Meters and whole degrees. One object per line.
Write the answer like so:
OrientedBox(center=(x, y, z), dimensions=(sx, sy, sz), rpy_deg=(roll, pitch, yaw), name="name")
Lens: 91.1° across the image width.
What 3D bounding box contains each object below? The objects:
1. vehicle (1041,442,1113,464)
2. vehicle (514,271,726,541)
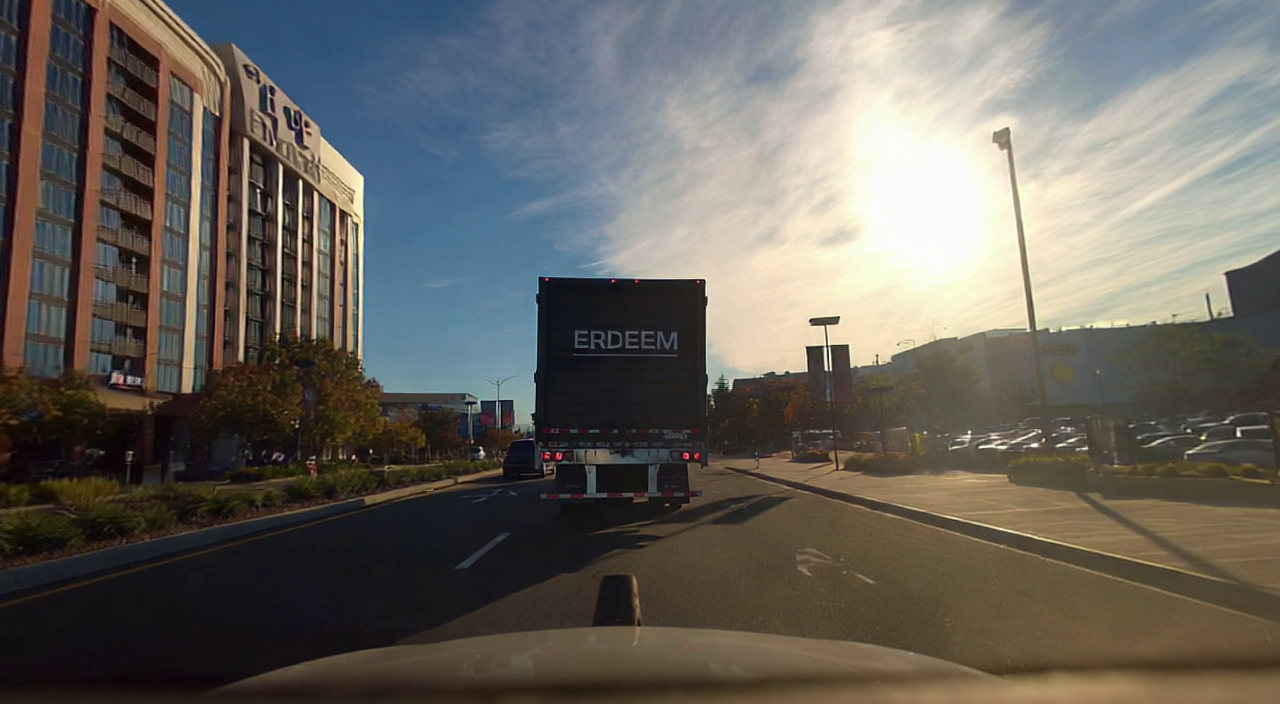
OrientedBox(center=(31.362, 7.212, 45.152), dimensions=(1.652, 1.423, 3.797), rpy_deg=(5, -9, -36), name="vehicle")
OrientedBox(center=(-0.187, 1.329, 13.386), dimensions=(2.876, 3.724, 9.351), rpy_deg=(-1, -8, 1), name="vehicle")
